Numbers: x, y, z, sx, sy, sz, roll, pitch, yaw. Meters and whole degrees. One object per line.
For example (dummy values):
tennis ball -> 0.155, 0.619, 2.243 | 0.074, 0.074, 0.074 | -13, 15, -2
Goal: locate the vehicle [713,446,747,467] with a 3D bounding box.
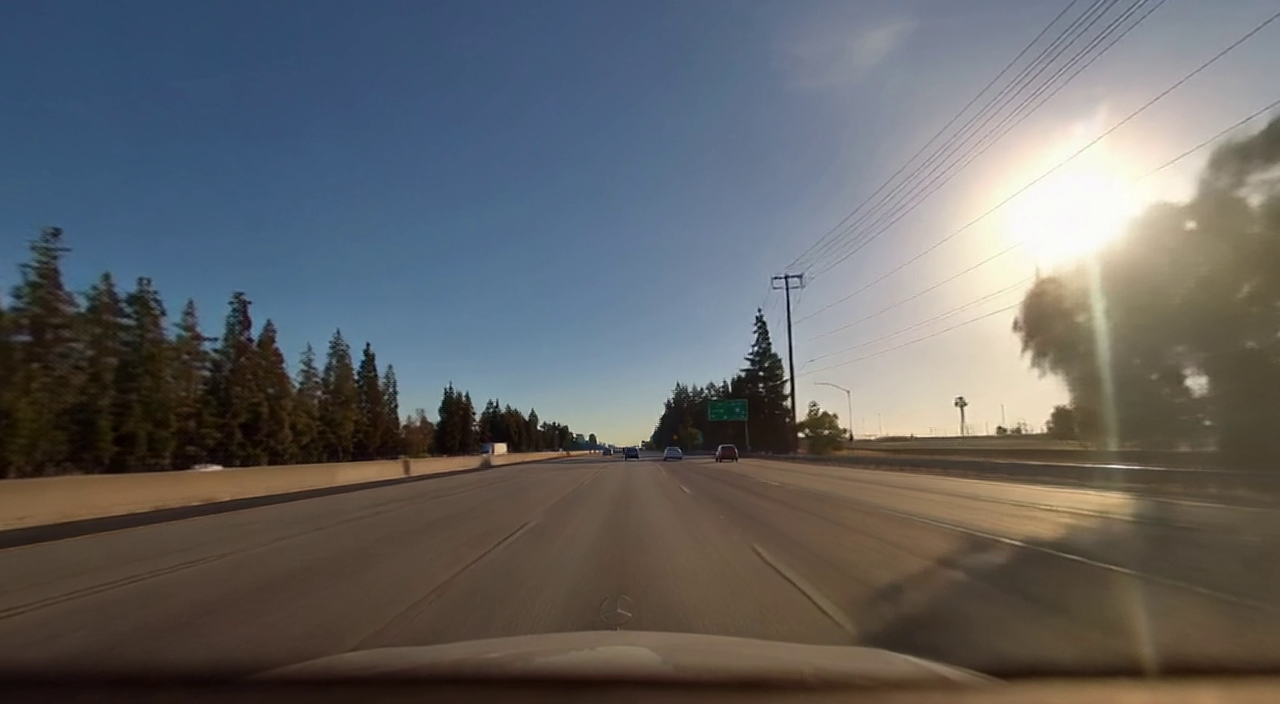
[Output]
vehicle -> 6.628, 7.704, 46.758 | 1.817, 1.440, 4.075 | 0, -8, -1

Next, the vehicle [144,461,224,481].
vehicle -> -35.776, 9.350, 49.777 | 2.223, 1.303, 5.598 | 0, -8, 0
